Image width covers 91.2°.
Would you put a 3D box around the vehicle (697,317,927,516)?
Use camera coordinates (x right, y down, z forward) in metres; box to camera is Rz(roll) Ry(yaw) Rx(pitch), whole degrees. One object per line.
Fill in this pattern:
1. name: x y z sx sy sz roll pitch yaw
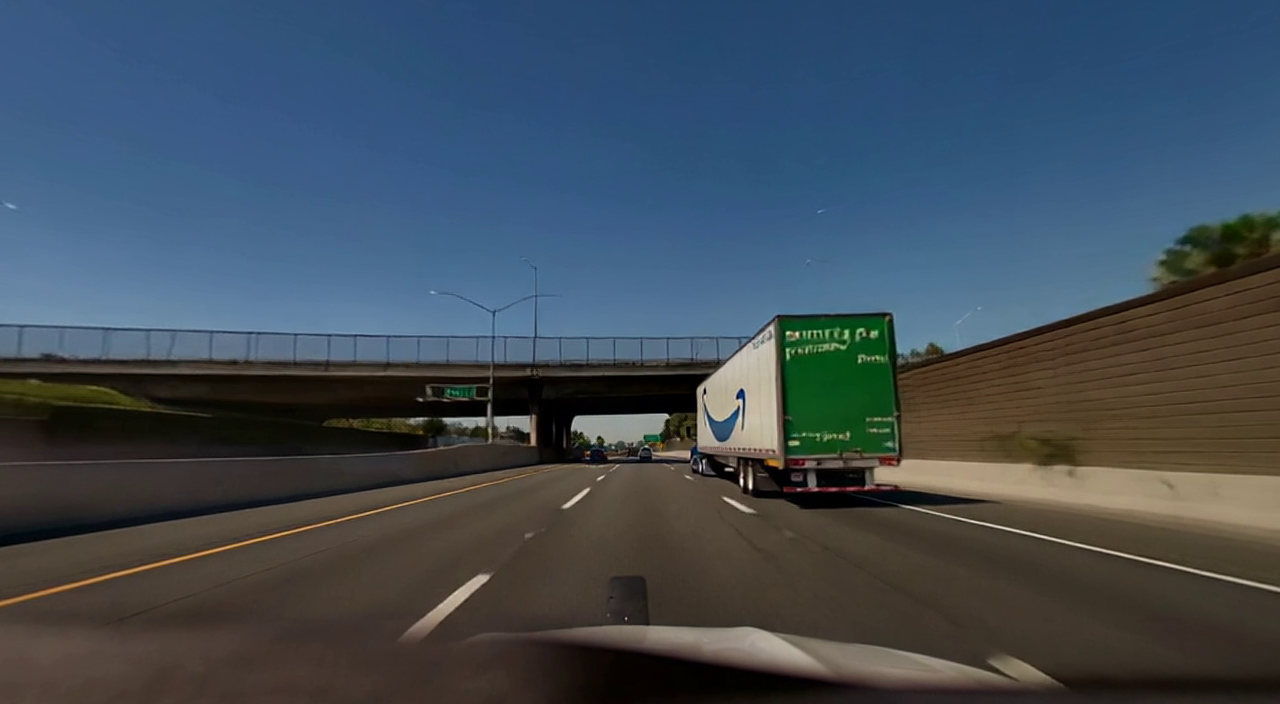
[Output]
1. vehicle: 4.207 2.534 21.230 2.928 4.021 17.190 0 -9 0
